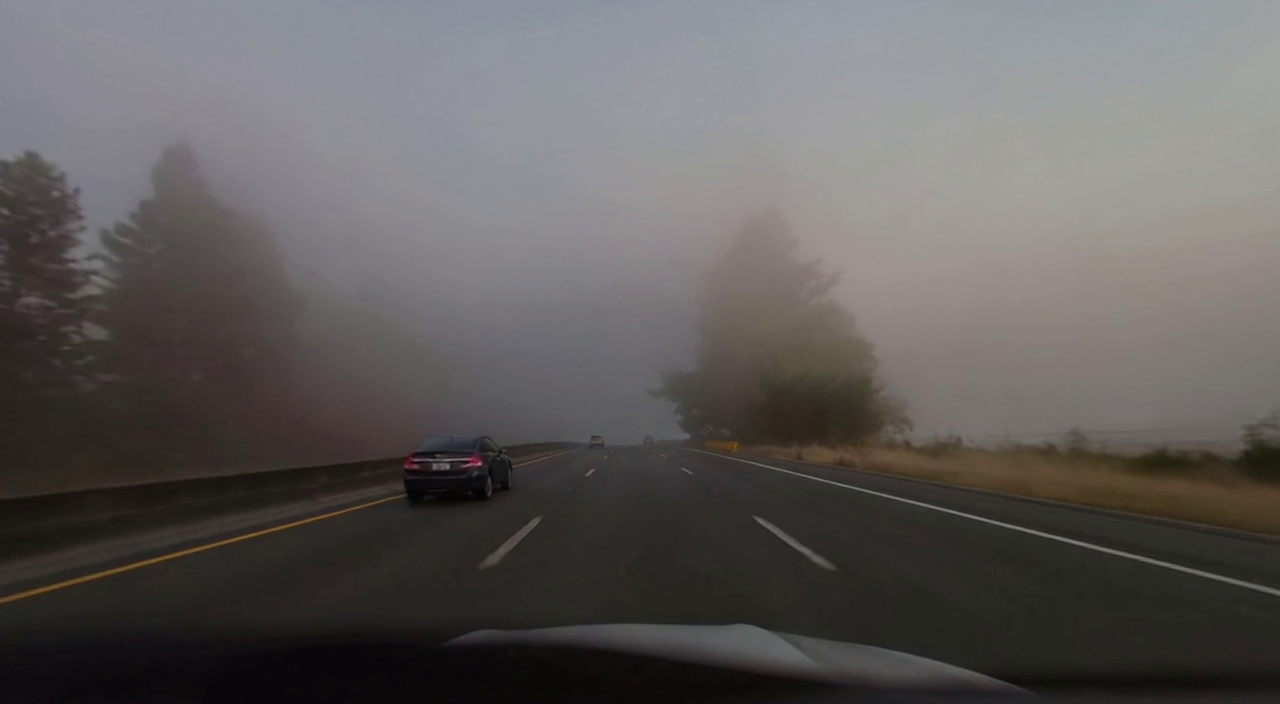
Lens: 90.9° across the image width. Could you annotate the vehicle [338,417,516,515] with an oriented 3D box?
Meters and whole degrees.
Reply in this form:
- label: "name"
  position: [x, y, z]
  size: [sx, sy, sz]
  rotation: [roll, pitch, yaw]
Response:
- label: "vehicle"
  position: [-4.134, 2.287, 13.198]
  size: [2.185, 1.677, 4.390]
  rotation: [0, -8, 0]
